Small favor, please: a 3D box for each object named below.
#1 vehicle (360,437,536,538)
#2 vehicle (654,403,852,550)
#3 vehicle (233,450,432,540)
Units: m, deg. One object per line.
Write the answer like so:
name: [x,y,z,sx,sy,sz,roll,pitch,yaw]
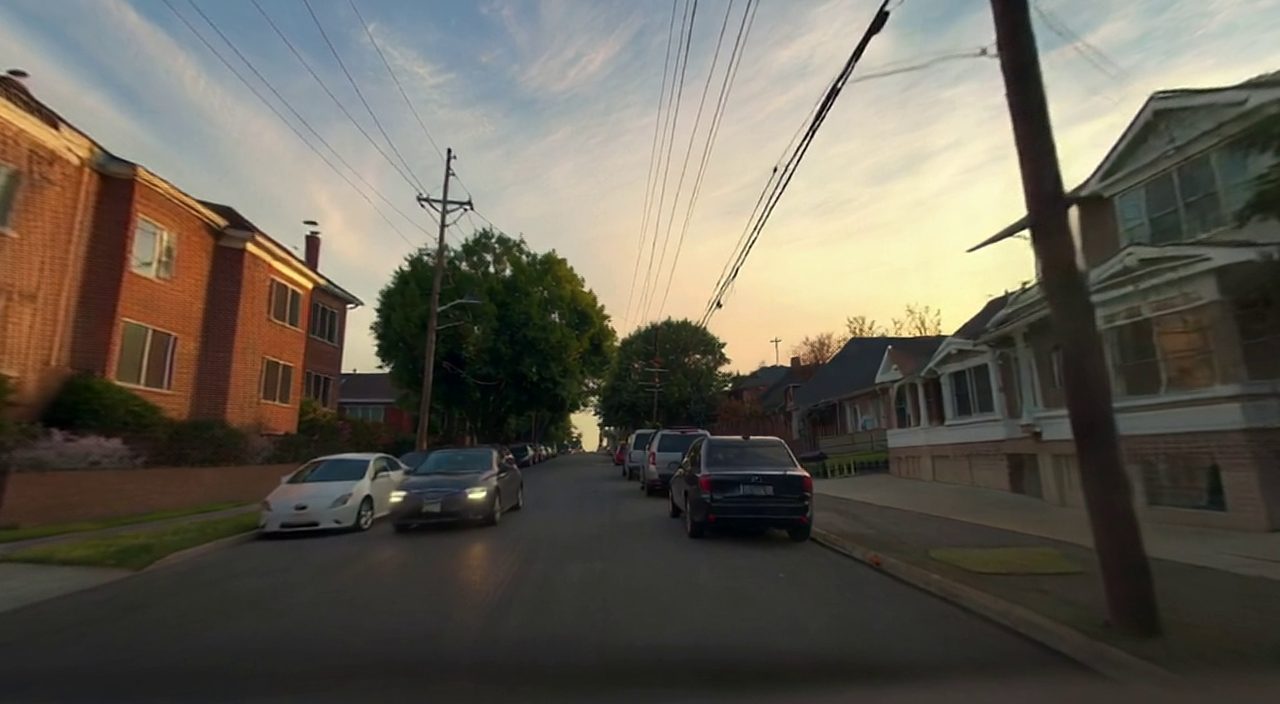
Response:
vehicle: [-3.345,2.440,12.195,2.060,1.525,4.876,0,-8,-2]
vehicle: [1.489,1.898,10.351,2.032,1.839,4.597,0,-8,-5]
vehicle: [-5.852,2.716,12.713,1.932,1.431,4.198,0,-8,-1]
